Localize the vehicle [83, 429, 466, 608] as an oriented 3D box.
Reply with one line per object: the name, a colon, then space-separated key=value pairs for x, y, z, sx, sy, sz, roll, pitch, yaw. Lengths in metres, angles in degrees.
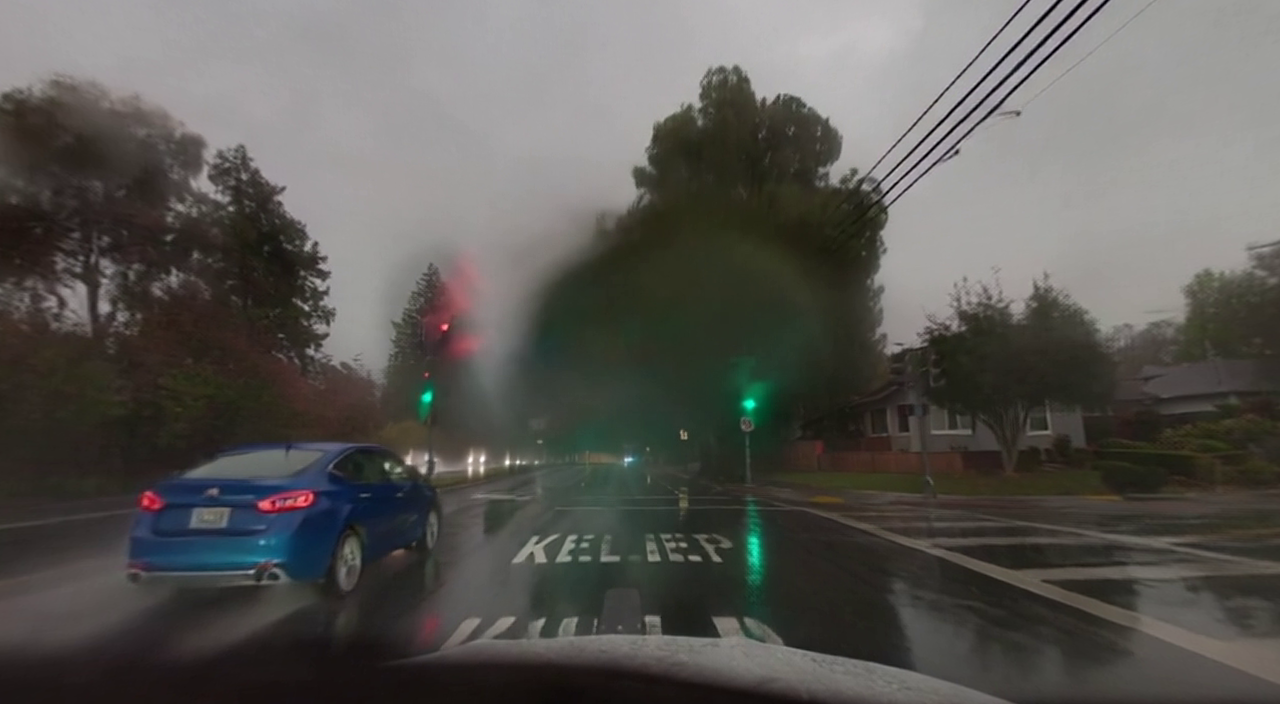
vehicle: x=-3.756 y=1.762 z=7.715 sx=1.980 sy=1.508 sz=4.502 roll=0 pitch=-9 yaw=0
